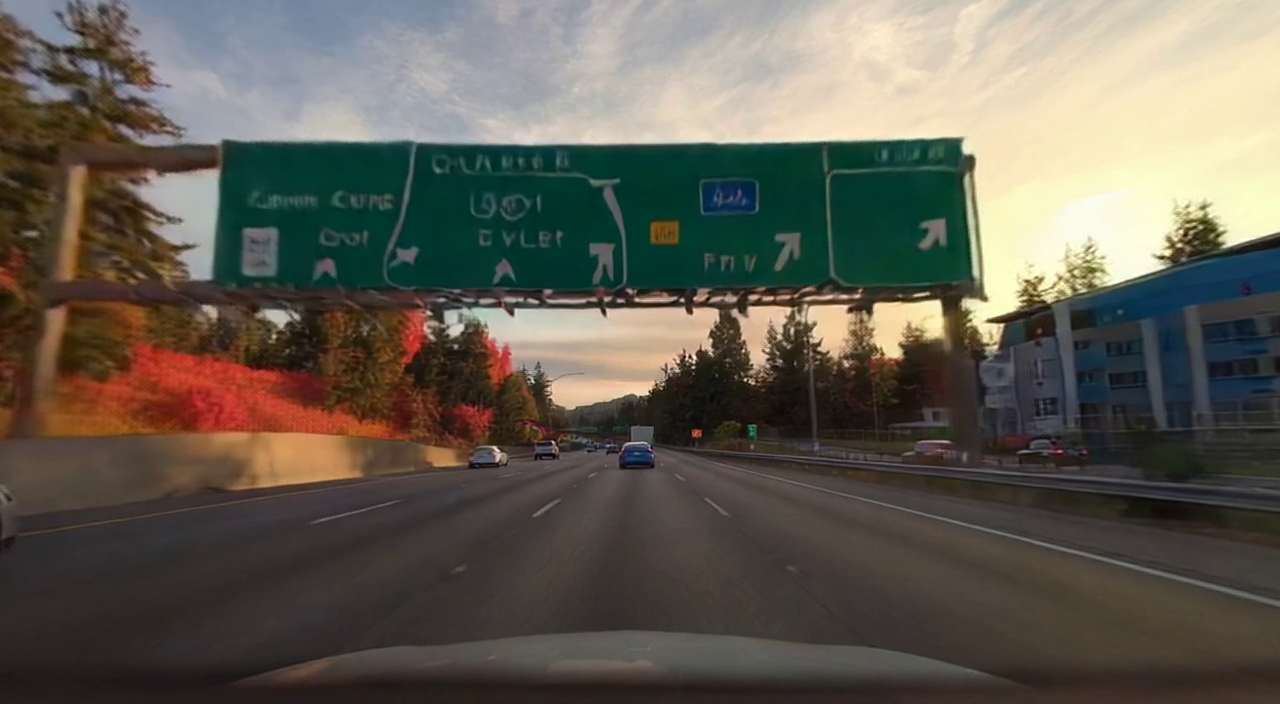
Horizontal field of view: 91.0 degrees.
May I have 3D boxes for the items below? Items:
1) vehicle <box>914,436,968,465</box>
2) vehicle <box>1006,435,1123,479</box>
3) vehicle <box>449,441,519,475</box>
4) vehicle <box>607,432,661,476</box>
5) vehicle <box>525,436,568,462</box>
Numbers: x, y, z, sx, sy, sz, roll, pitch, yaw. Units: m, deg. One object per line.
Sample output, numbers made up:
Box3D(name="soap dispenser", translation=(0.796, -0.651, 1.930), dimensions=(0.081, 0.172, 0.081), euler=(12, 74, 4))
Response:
Box3D(name="vehicle", translation=(20.327, 6.651, 42.760), dimensions=(2.242, 1.835, 4.667), euler=(-2, -9, 12))
Box3D(name="vehicle", translation=(17.683, 4.383, 26.567), dimensions=(2.019, 1.657, 4.582), euler=(-1, -9, 5))
Box3D(name="vehicle", translation=(-7.314, 5.004, 30.019), dimensions=(2.074, 1.495, 4.643), euler=(0, -9, 1))
Box3D(name="vehicle", translation=(-0.241, 4.651, 28.916), dimensions=(2.245, 1.863, 4.801), euler=(0, -9, 0))
Box3D(name="vehicle", translation=(-7.192, 7.609, 49.340), dimensions=(2.328, 1.927, 5.880), euler=(0, -9, 1))
